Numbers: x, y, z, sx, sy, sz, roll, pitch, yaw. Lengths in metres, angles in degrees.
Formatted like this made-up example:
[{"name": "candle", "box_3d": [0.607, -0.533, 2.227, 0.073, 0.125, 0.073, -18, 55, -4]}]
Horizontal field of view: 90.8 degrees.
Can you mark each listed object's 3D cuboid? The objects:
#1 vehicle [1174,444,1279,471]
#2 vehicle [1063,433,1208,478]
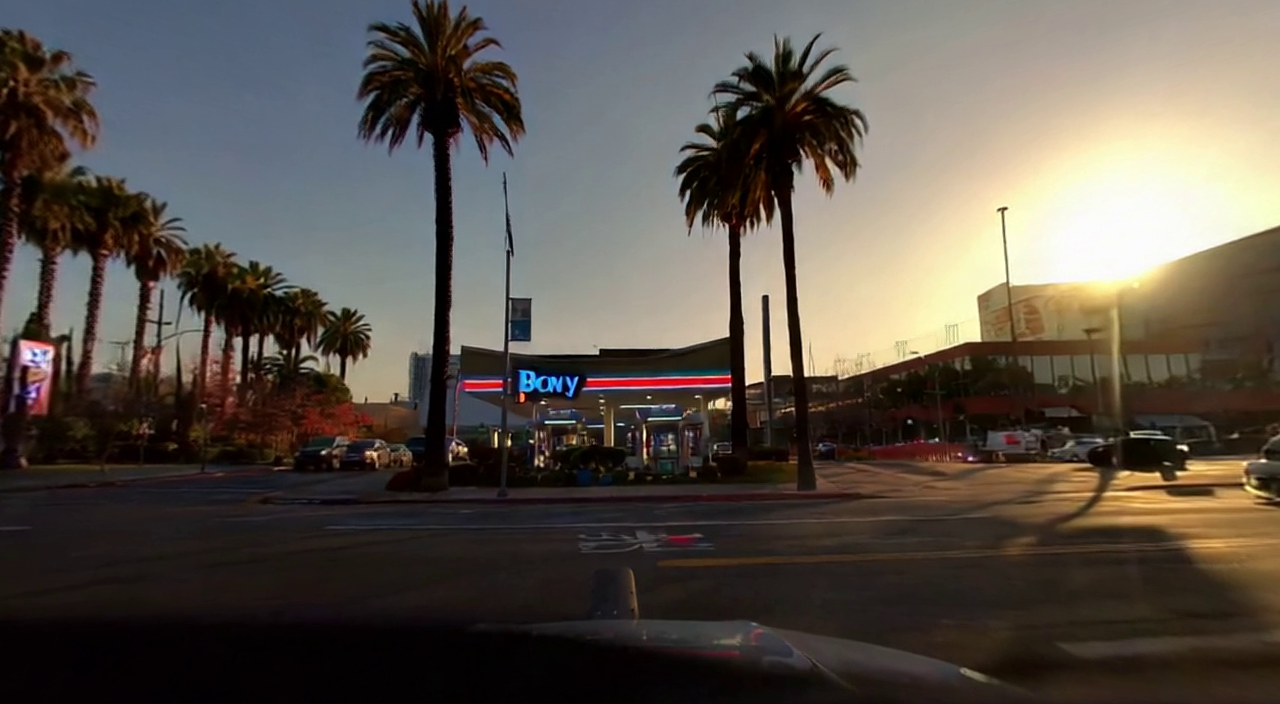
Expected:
[{"name": "vehicle", "box_3d": [34.300, 6.119, 36.921, 1.805, 1.466, 4.641, 1, -9, -6]}, {"name": "vehicle", "box_3d": [22.350, 4.646, 28.620, 4.880, 1.754, 2.202, 0, -5, -6]}]
